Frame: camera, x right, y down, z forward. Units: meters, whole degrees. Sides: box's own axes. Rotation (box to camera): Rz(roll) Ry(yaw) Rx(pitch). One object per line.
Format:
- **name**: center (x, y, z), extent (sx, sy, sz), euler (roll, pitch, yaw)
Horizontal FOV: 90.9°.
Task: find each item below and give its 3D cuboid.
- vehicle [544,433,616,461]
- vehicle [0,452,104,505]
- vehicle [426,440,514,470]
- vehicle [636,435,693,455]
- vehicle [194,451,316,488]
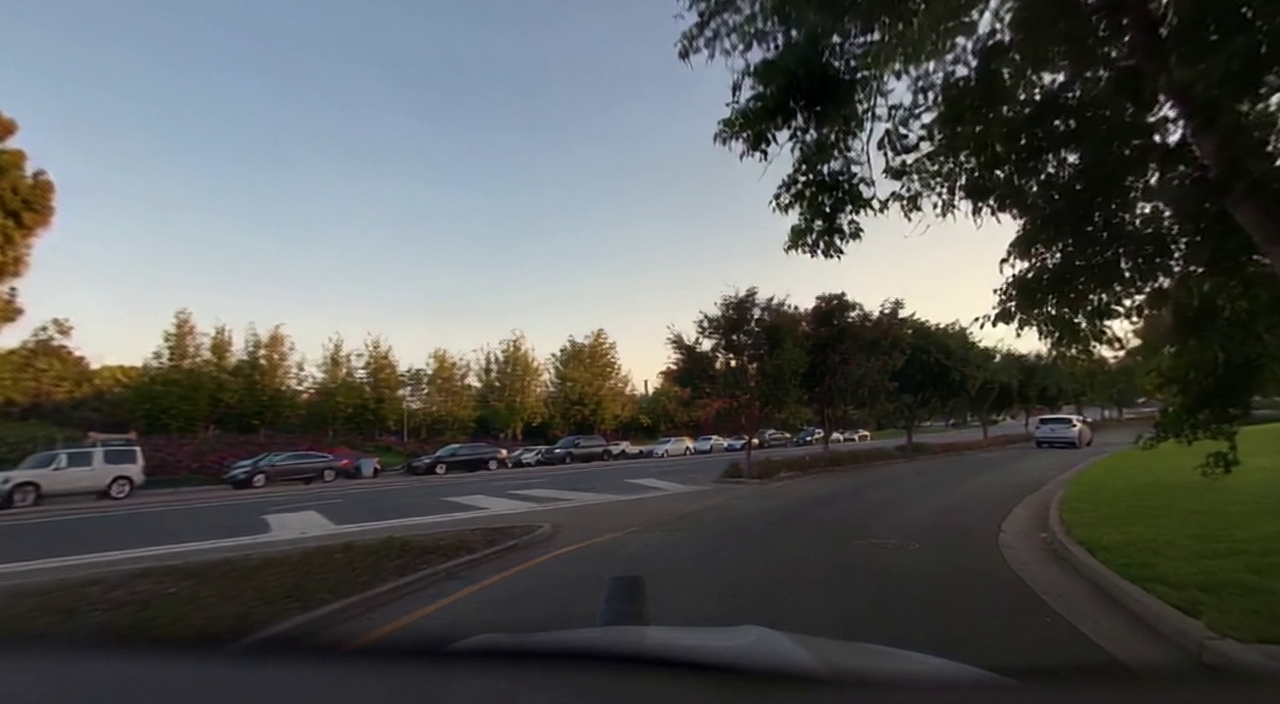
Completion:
- **vehicle**: center (-4.012, 6.449, 42.668), extent (1.969, 1.758, 4.662), euler (-8, -12, 44)
- **vehicle**: center (-23.411, 4.626, 23.221), extent (2.002, 1.838, 5.256), euler (-8, -12, 44)
- **vehicle**: center (-9.817, 5.973, 36.688), extent (1.876, 1.642, 4.600), euler (-8, -12, 43)
- **vehicle**: center (1.924, 7.154, 48.327), extent (4.377, 1.473, 1.832), euler (8, -12, -44)
- **vehicle**: center (-17.674, 5.349, 29.047), extent (1.777, 1.497, 4.399), euler (-8, -12, 44)
